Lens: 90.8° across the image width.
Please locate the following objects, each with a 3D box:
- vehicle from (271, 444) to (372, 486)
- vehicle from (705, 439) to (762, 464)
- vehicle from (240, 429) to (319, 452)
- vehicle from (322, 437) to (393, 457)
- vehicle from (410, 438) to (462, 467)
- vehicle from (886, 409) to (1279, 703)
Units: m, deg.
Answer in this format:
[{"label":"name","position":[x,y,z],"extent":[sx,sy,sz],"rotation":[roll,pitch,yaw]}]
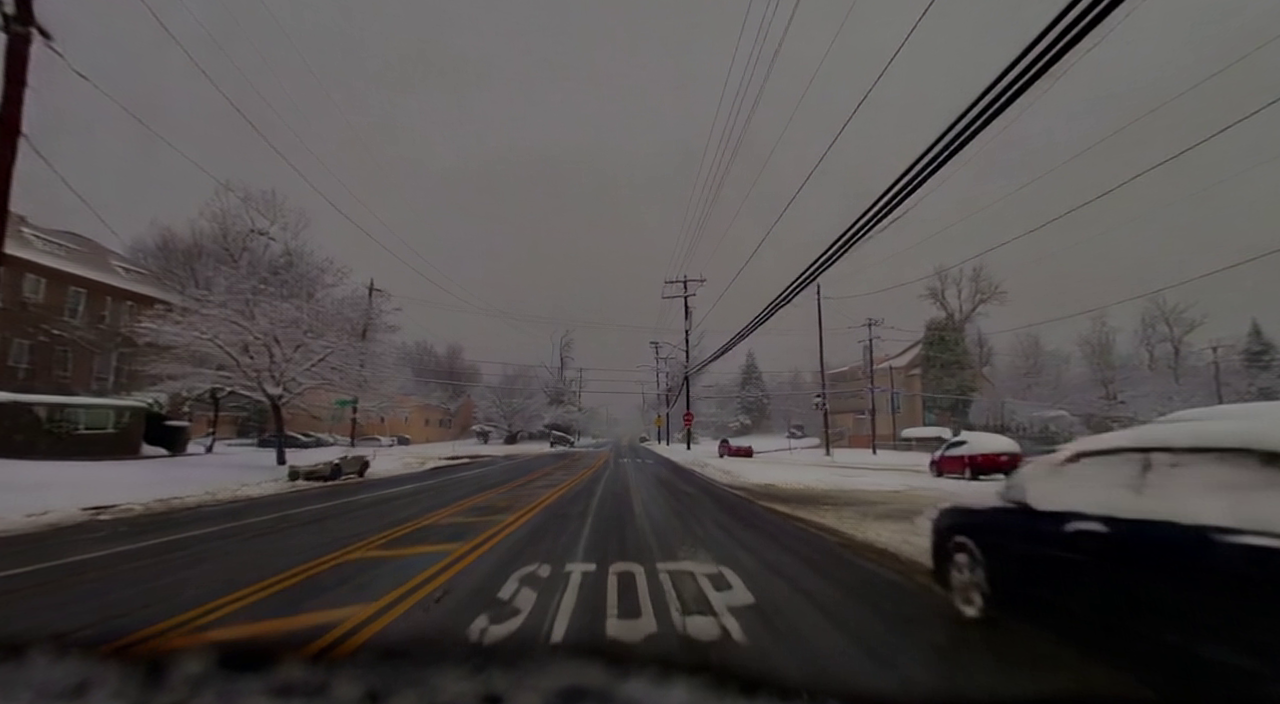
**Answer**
[{"label":"vehicle","position":[-12.593,4.454,25.375],"extent":[1.957,1.459,4.913],"rotation":[1,-8,-6]},{"label":"vehicle","position":[5.892,6.332,40.394],"extent":[2.081,1.496,4.490],"rotation":[2,-8,-14]},{"label":"vehicle","position":[-27.732,6.842,48.750],"extent":[4.842,1.690,1.938],"rotation":[1,-8,-9]},{"label":"vehicle","position":[-22.066,7.441,49.509],"extent":[4.647,1.515,2.009],"rotation":[1,-8,-6]},{"label":"vehicle","position":[-13.424,6.607,41.936],"extent":[1.940,1.789,5.086],"rotation":[0,-8,-2]},{"label":"vehicle","position":[3.339,1.095,3.472],"extent":[1.917,1.434,4.733],"rotation":[0,-8,-2]}]
